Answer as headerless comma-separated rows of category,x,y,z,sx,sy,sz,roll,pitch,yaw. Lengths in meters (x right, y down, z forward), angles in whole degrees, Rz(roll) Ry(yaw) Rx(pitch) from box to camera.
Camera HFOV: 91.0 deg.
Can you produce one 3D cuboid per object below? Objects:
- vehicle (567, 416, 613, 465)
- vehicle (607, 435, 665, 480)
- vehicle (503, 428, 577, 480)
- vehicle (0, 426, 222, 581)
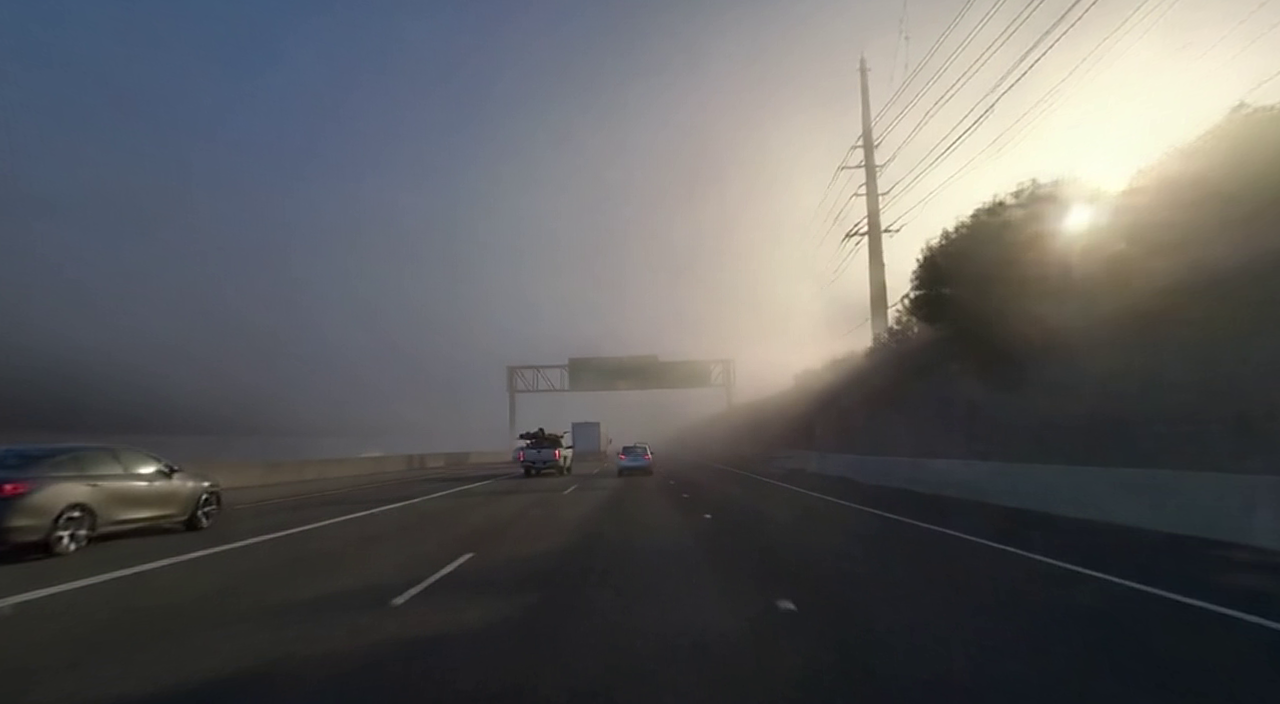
vehicle,-3.618,6.801,48.007,2.956,3.331,9.575,0,-8,-1
vehicle,-0.135,4.288,25.841,2.178,1.640,4.071,0,-8,0
vehicle,-3.822,4.000,24.966,2.109,1.840,4.614,0,-8,1
vehicle,-7.320,1.630,7.113,2.025,1.510,4.582,0,-8,0
